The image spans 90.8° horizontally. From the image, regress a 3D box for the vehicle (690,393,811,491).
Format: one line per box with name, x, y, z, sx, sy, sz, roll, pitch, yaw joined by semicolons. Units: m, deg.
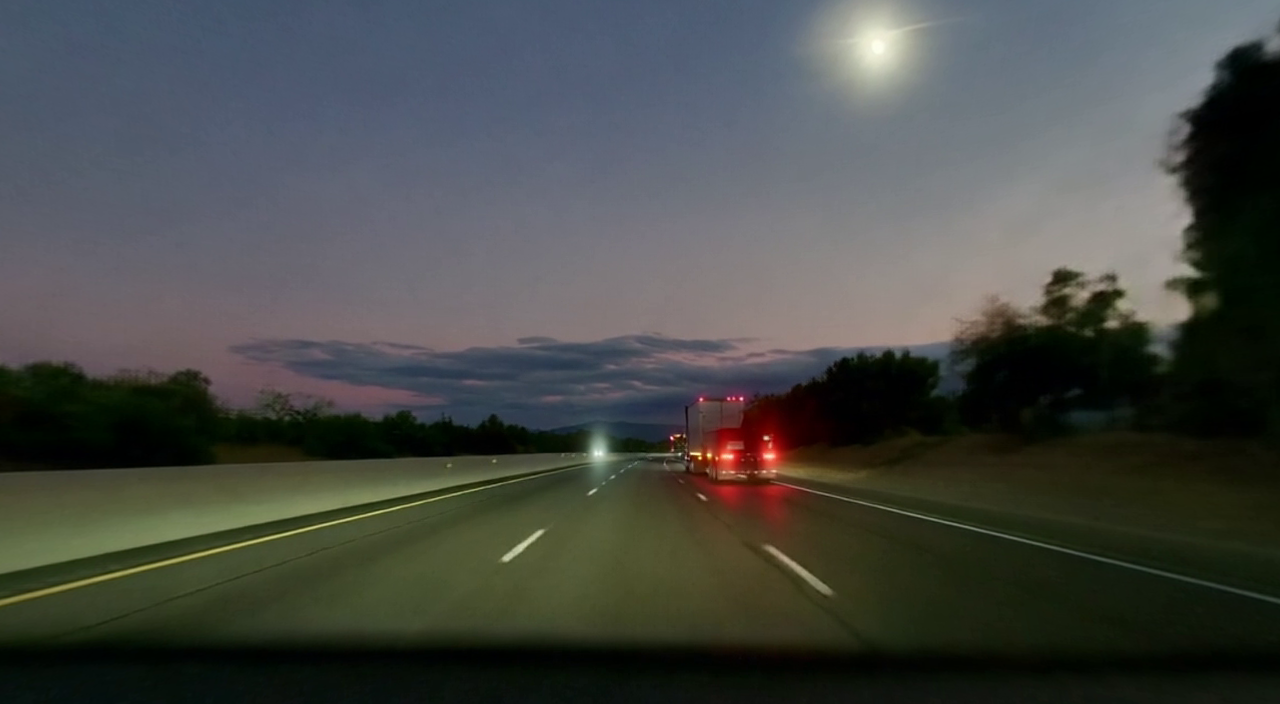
vehicle;4.430;4.235;29.140;2.868;3.427;14.032;0;-9;-1
